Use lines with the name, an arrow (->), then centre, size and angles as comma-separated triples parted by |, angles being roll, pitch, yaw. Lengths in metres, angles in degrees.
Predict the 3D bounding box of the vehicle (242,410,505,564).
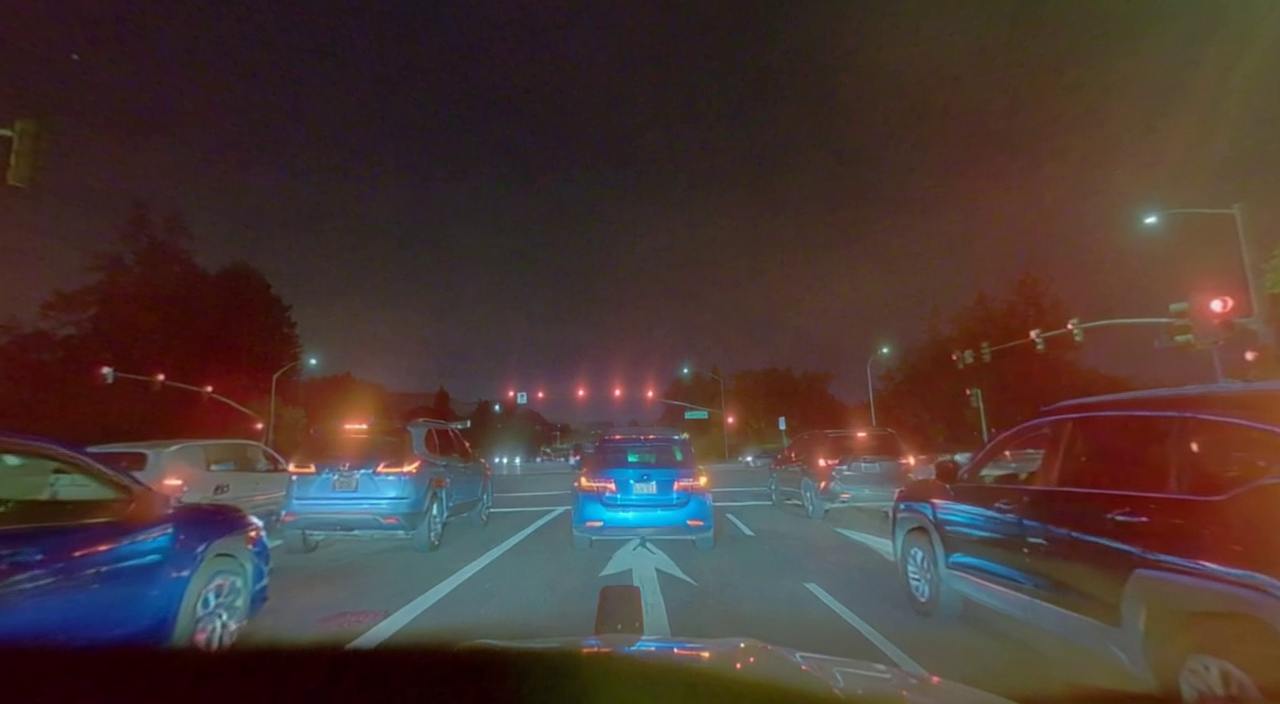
vehicle -> -3.427, 1.828, 9.221 | 1.958, 1.693, 4.242 | 0, -9, 0

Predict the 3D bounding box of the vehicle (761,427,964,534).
vehicle -> 3.535, 2.132, 11.082 | 1.874, 1.487, 4.404 | 0, -9, -1

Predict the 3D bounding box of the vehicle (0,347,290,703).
vehicle -> -3.355, 0.759, 1.907 | 2.034, 1.655, 4.465 | 0, -9, 0

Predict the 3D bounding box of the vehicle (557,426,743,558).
vehicle -> 0.056, 1.900, 9.275 | 2.114, 1.482, 4.056 | 0, -9, -2

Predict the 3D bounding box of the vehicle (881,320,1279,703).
vehicle -> 3.233, 0.922, 3.289 | 2.178, 1.691, 4.314 | 0, -9, -1
